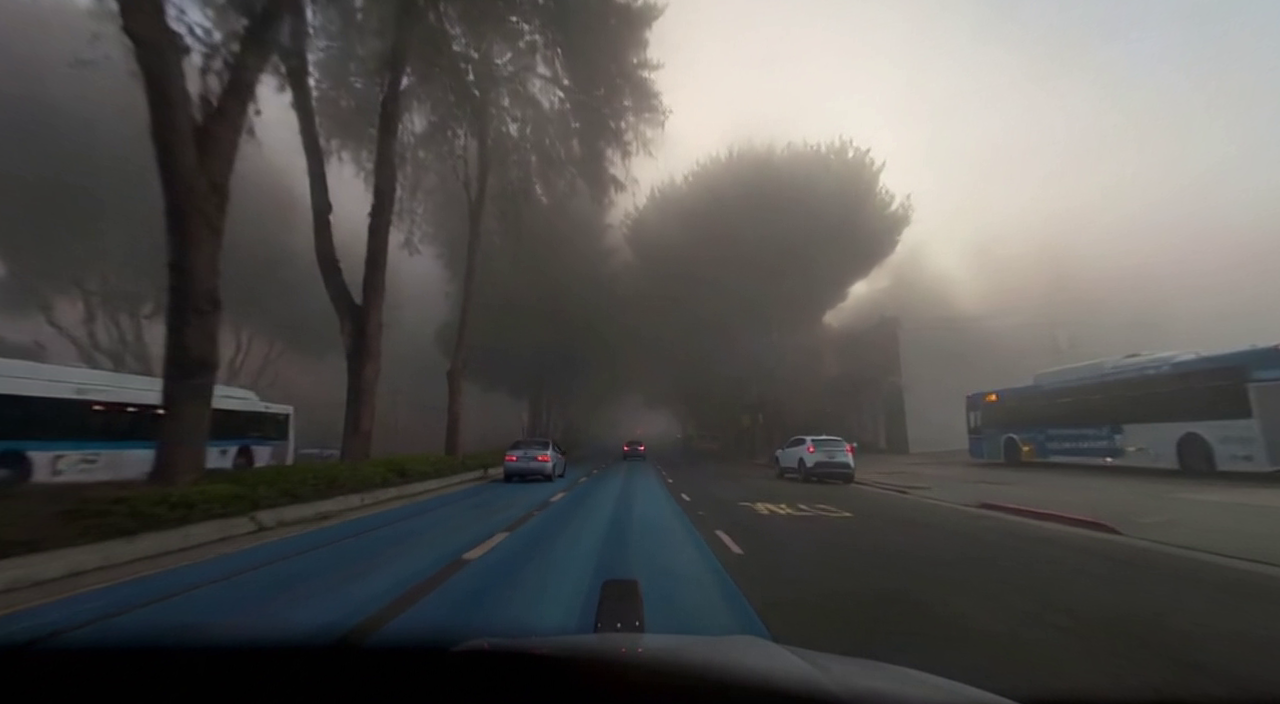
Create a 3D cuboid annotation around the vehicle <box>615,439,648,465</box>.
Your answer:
[{"bbox_3d":[-0.513,6.270,39.807,1.999,1.520,3.896,0,-9,0],"label":"vehicle"}]

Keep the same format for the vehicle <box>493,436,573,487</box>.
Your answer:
[{"bbox_3d":[-3.505,3.679,21.547,1.934,1.522,4.287,0,-9,1],"label":"vehicle"}]

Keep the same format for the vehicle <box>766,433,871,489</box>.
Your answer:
[{"bbox_3d":[6.352,3.954,23.340,2.206,1.803,5.753,0,-9,0],"label":"vehicle"}]

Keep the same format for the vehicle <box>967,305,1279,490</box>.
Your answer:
[{"bbox_3d":[17.712,2.010,22.489,3.225,4.571,16.558,-3,-8,0],"label":"vehicle"}]

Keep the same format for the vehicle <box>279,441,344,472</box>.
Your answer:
[{"bbox_3d":[-21.894,6.966,42.392,1.947,1.857,4.851,-1,-9,-3],"label":"vehicle"}]

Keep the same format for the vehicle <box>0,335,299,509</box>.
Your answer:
[{"bbox_3d":[-15.597,2.303,18.956,3.303,3.710,13.912,0,-9,-1],"label":"vehicle"}]
